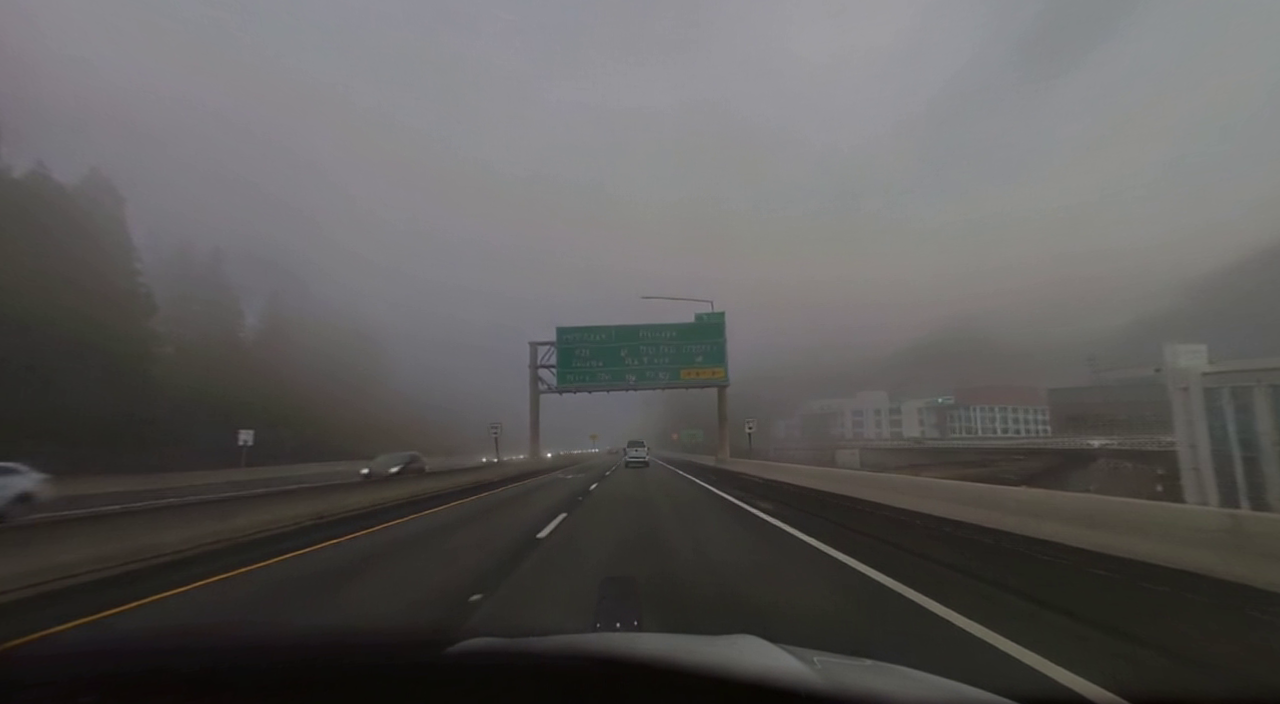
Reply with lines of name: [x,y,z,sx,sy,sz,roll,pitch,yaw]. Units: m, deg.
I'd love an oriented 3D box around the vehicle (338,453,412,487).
vehicle: [-12.962,5.781,30.910,1.899,1.516,4.089,0,-9,-1]

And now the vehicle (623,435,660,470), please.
vehicle: [0.134,6.532,40.945,2.268,2.122,4.595,-1,-9,1]
